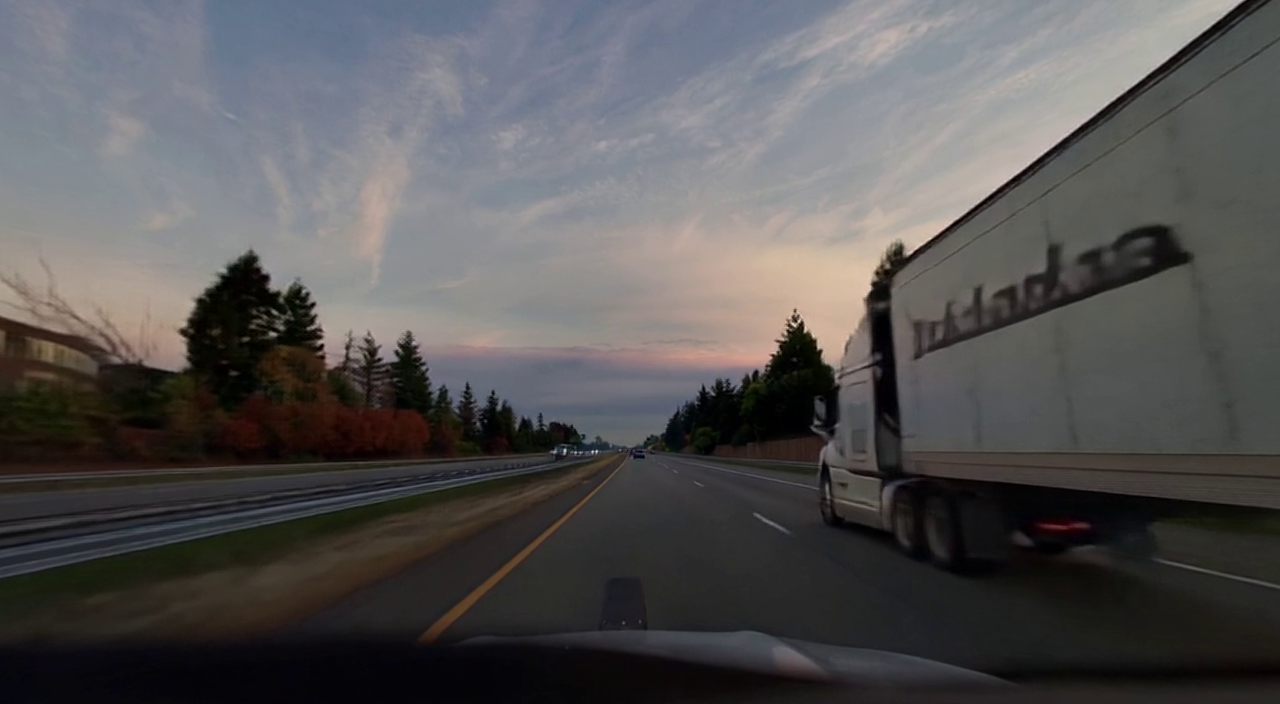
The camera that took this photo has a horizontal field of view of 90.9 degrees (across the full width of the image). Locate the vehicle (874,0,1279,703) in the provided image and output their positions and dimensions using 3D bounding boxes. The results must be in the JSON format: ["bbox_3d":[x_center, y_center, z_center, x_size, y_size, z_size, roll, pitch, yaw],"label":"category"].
[{"bbox_3d":[4.011,-0.245,1.035,2.876,3.419,11.591,0,-9,0],"label":"vehicle"}]
